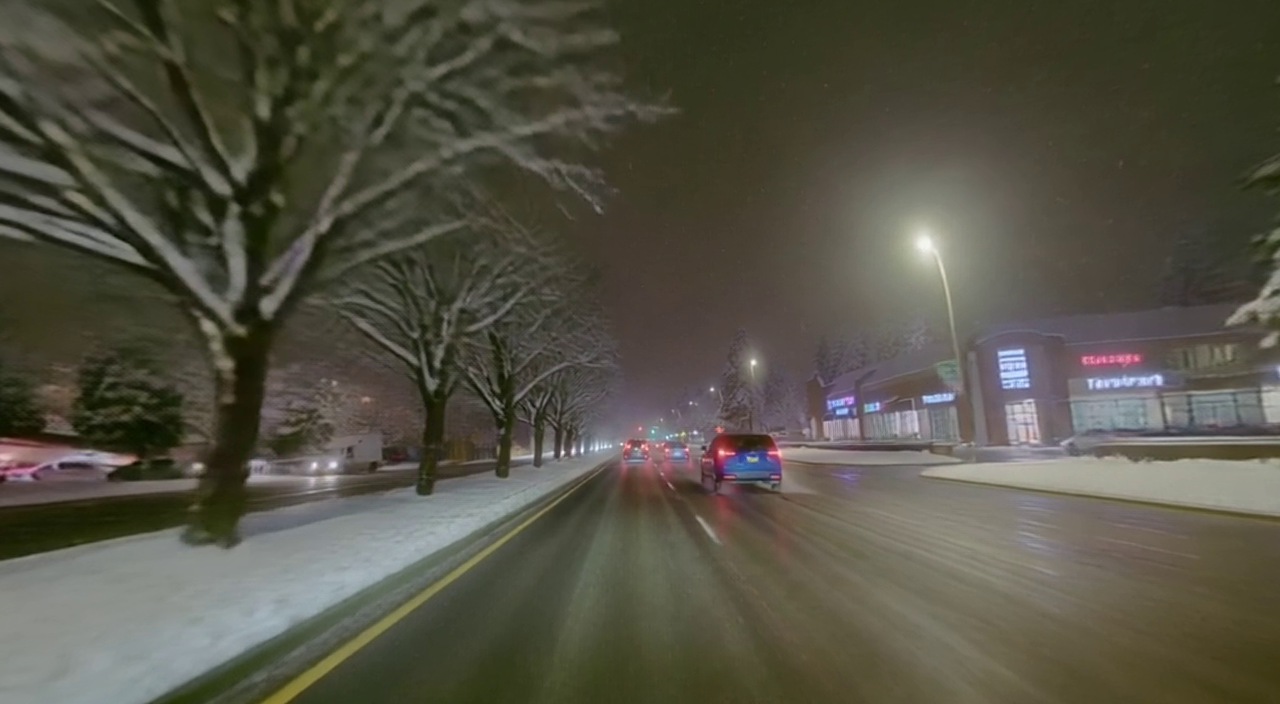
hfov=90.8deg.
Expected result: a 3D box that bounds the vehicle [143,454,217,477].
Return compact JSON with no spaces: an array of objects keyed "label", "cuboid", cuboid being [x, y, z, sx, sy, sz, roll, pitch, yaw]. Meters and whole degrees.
[{"label":"vehicle","cuboid":[-32.000,7.859,44.133,1.924,1.430,4.367,0,-8,-1]}]

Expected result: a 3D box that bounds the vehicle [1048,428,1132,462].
[{"label":"vehicle","cuboid":[25.166,5.221,35.513,1.788,1.741,4.278,-1,-8,4]}]

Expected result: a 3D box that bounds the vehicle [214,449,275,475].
[{"label":"vehicle","cuboid":[-28.514,7.892,45.684,1.897,1.704,4.153,0,-8,-5]}]

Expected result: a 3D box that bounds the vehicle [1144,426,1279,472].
[{"label":"vehicle","cuboid":[20.173,3.272,21.449,4.380,1.444,1.924,-1,-8,0]}]

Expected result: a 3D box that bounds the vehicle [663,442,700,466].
[{"label":"vehicle","cuboid":[2.546,6.420,39.810,1.970,1.402,3.756,0,-8,-2]}]

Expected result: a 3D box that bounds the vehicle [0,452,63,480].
[{"label":"vehicle","cuboid":[-43.064,7.818,43.339,1.966,1.759,5.491,0,-8,-4]}]

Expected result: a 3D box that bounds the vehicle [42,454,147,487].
[{"label":"vehicle","cuboid":[-28.227,6.130,32.884,1.956,1.476,3.991,-1,-8,-2]}]

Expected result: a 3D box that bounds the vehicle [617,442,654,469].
[{"label":"vehicle","cuboid":[-0.292,5.980,36.792,2.056,1.440,3.798,0,-8,-1]}]

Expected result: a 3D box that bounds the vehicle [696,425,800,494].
[{"label":"vehicle","cuboid":[3.130,3.234,19.402,2.140,1.811,4.593,0,-8,-3]}]
